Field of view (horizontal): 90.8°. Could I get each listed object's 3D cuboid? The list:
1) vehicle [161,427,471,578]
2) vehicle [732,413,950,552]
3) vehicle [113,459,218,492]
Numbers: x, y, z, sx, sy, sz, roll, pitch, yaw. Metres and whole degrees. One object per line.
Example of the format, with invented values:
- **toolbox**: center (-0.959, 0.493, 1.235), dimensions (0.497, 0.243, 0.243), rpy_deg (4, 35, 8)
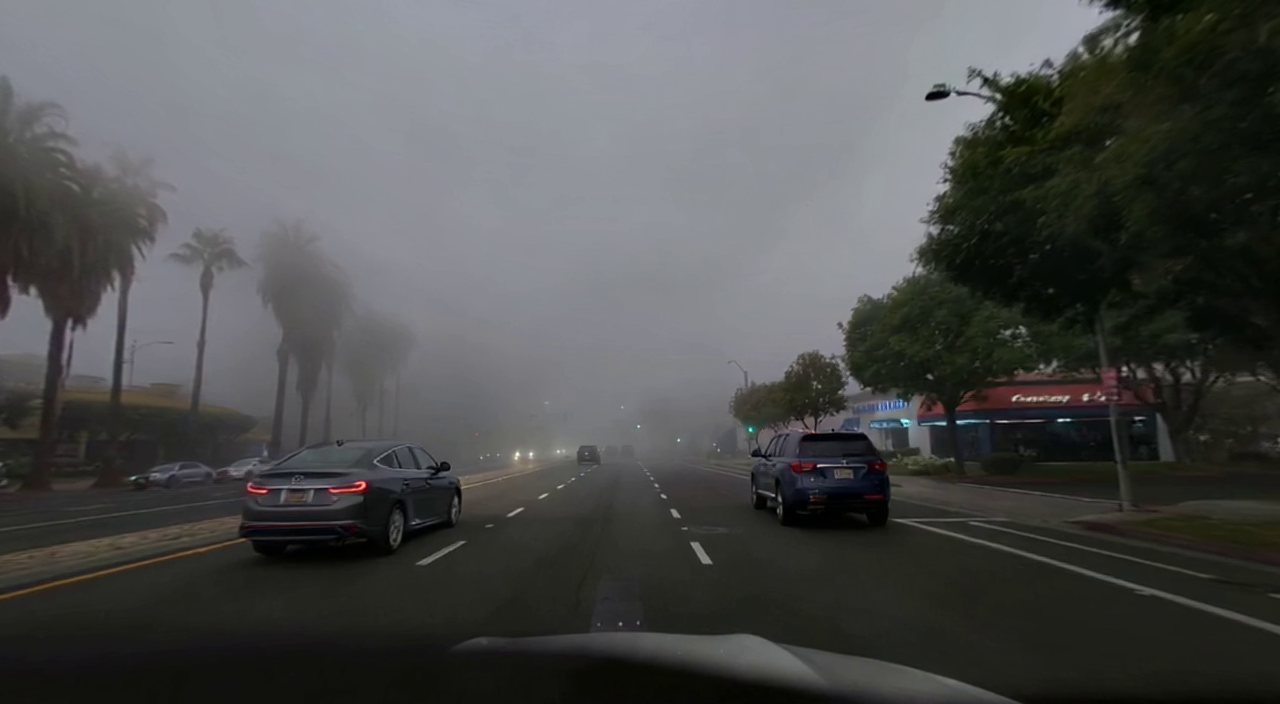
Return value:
- **vehicle**: center (-3.810, 1.824, 8.428), dimensions (2.034, 1.498, 3.995), rpy_deg (0, -9, -1)
- **vehicle**: center (2.831, 1.956, 10.099), dimensions (1.982, 1.711, 4.276), rpy_deg (0, -9, -1)
- **vehicle**: center (-23.570, 6.115, 31.630), dimensions (1.876, 1.459, 4.411), rpy_deg (0, -9, 0)
